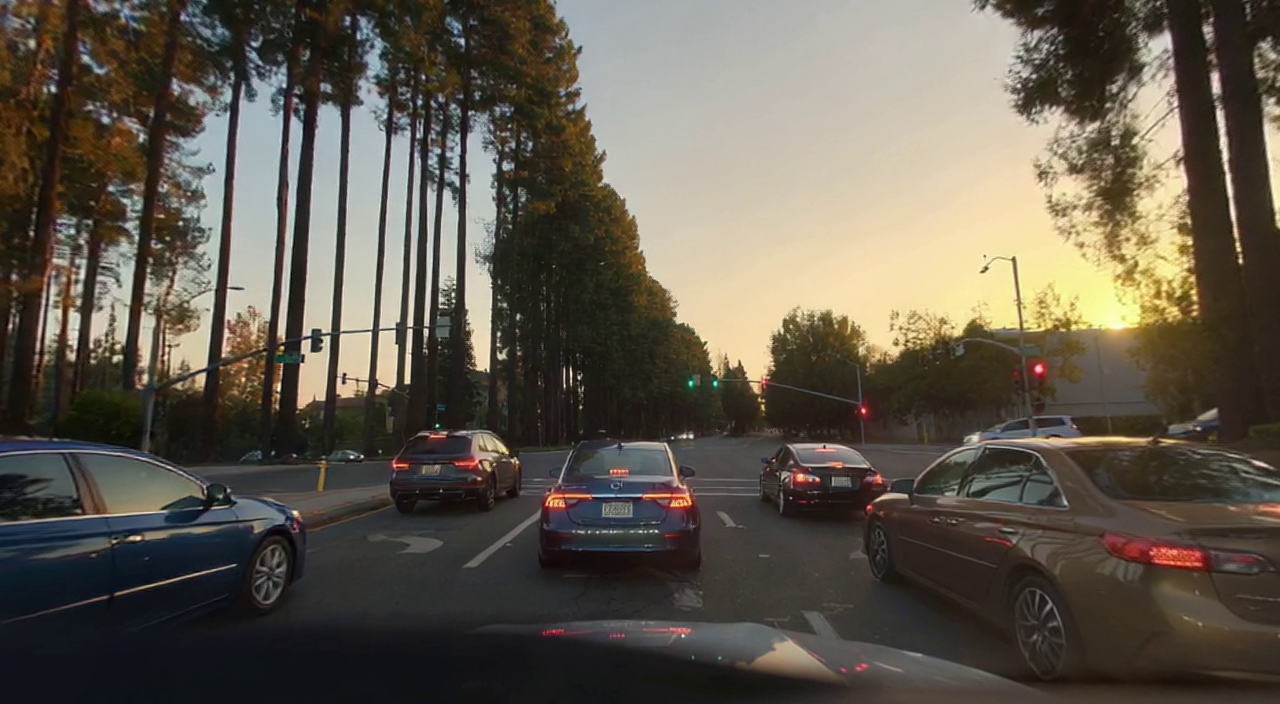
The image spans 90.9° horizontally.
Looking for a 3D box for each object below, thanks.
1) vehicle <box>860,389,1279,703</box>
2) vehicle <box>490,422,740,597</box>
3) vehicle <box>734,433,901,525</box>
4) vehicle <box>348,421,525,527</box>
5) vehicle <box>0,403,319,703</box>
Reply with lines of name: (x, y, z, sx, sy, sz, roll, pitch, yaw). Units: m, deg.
vehicle: (3.136, 1.152, 4.060, 1.903, 1.480, 4.270, 0, -8, 0)
vehicle: (-0.253, 1.641, 7.402, 2.147, 1.479, 3.803, 0, -8, -1)
vehicle: (3.183, 2.337, 12.332, 1.975, 1.460, 4.357, 0, -8, 0)
vehicle: (-3.726, 2.313, 12.484, 1.961, 1.714, 4.268, 0, -8, 2)
vehicle: (-3.645, 1.022, 3.004, 1.935, 1.482, 4.433, 0, -8, -1)
